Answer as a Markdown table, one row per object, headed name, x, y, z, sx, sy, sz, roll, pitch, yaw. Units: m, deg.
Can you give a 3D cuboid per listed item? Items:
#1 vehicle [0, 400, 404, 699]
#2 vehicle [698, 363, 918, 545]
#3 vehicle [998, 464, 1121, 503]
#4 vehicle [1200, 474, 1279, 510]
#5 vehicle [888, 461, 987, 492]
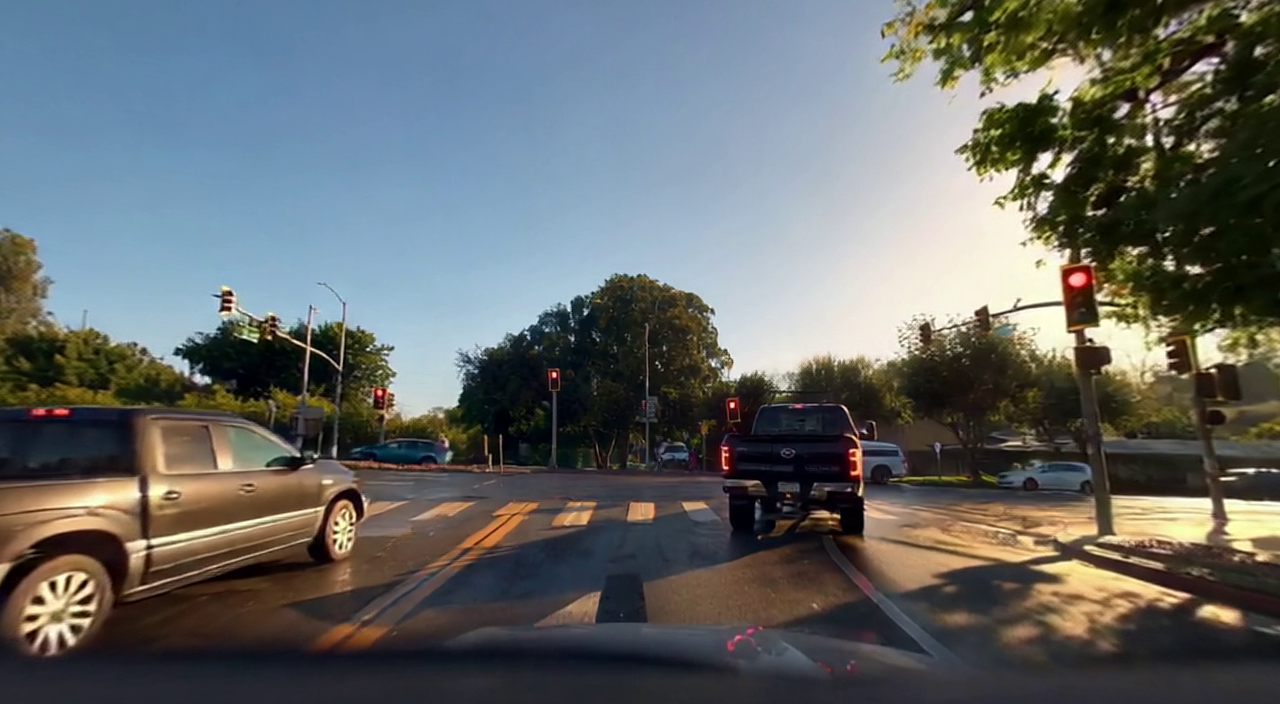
| name | x | y | z | sx | sy | sz | roll | pitch | yaw |
| --- | --- | --- | --- | --- | --- | --- | --- | --- | --- |
| vehicle | -3.901 | 1.337 | 5.502 | 1.913 | 1.491 | 4.547 | 0 | -9 | 0 |
| vehicle | 2.834 | 1.818 | 11.576 | 2.851 | 2.400 | 5.978 | -2 | -9 | 11 |
| vehicle | 19.907 | 6.260 | 30.058 | 4.356 | 1.498 | 1.957 | -4 | -9 | 3 |
| vehicle | 29.334 | 6.561 | 29.563 | 4.322 | 1.522 | 1.795 | 0 | -9 | 0 |
| vehicle | 16.438 | 6.901 | 34.978 | 4.537 | 1.608 | 1.827 | 0 | -9 | 1 |
